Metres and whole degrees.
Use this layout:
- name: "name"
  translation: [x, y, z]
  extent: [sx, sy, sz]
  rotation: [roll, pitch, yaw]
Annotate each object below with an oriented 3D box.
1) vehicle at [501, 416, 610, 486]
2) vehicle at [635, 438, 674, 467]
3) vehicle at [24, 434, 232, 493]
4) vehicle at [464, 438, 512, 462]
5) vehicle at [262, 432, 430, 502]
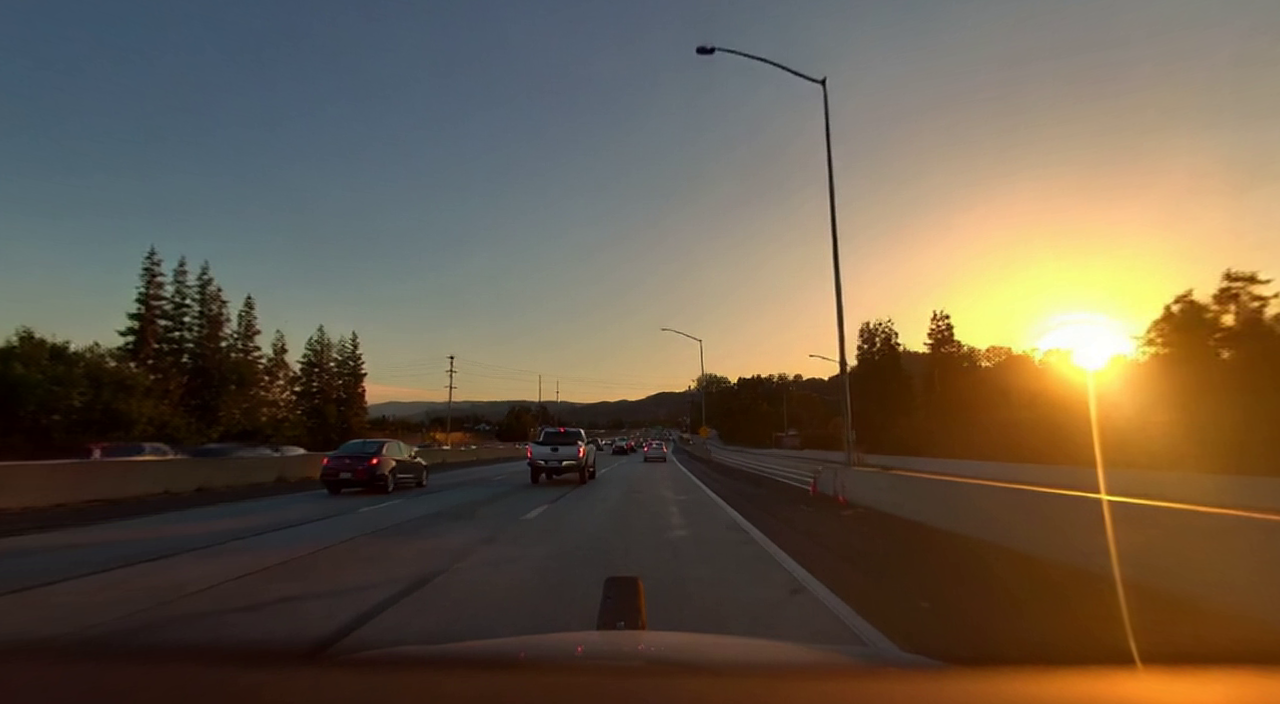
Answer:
- name: "vehicle"
  translation: [-2.684, 3.431, 22.154]
  extent: [2.815, 2.092, 6.526]
  rotation: [0, -8, 1]
- name: "vehicle"
  translation: [0.760, 5.512, 34.688]
  extent: [2.013, 1.444, 4.447]
  rotation: [0, -8, 1]
- name: "vehicle"
  translation: [-14.500, 3.165, 18.270]
  extent: [1.938, 1.475, 4.760]
  rotation: [0, -8, 2]
- name: "vehicle"
  translation: [-9.976, 6.474, 41.493]
  extent: [1.915, 1.472, 4.502]
  rotation: [0, -8, 2]
- name: "vehicle"
  translation: [-7.104, 2.804, 15.798]
  extent: [1.964, 1.481, 4.425]
  rotation: [0, -8, 2]
